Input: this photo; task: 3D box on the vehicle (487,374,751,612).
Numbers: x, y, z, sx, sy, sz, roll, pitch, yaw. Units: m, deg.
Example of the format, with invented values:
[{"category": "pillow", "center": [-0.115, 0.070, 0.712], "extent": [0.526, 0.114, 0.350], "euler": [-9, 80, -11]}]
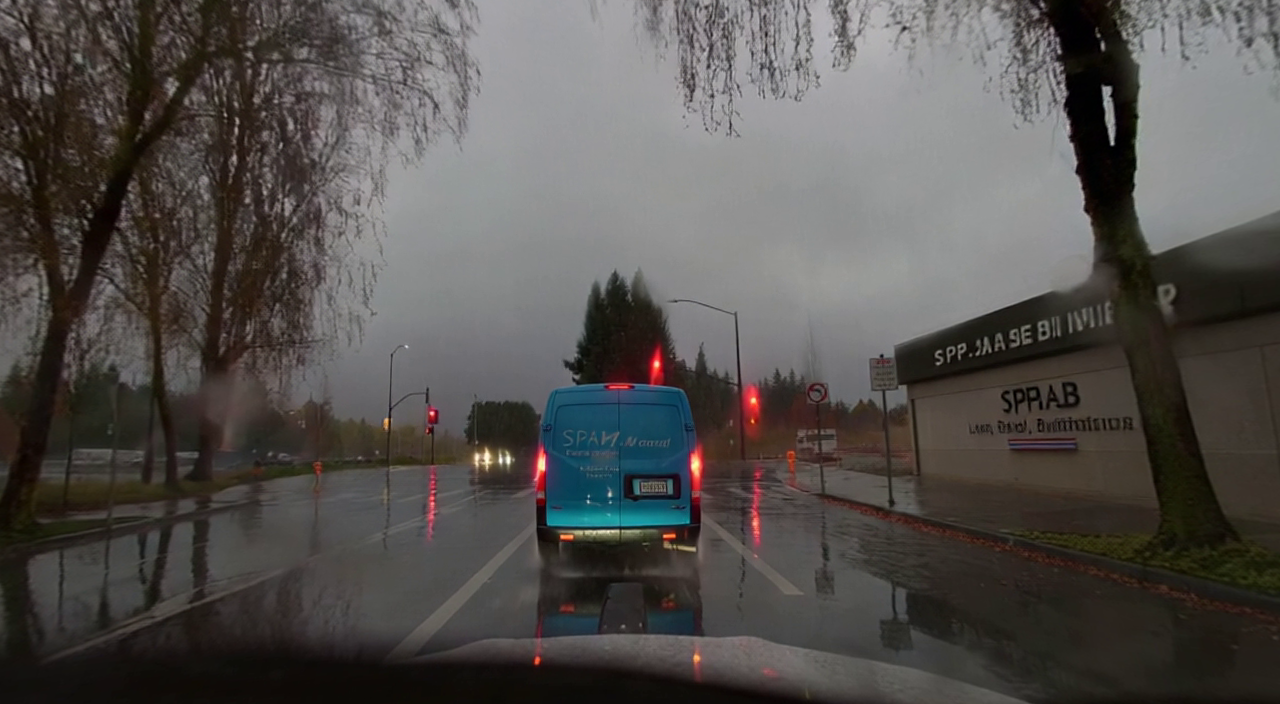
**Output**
[{"category": "vehicle", "center": [-0.296, 1.467, 7.289], "extent": [2.181, 1.949, 3.932], "euler": [1, -9, -4]}]
